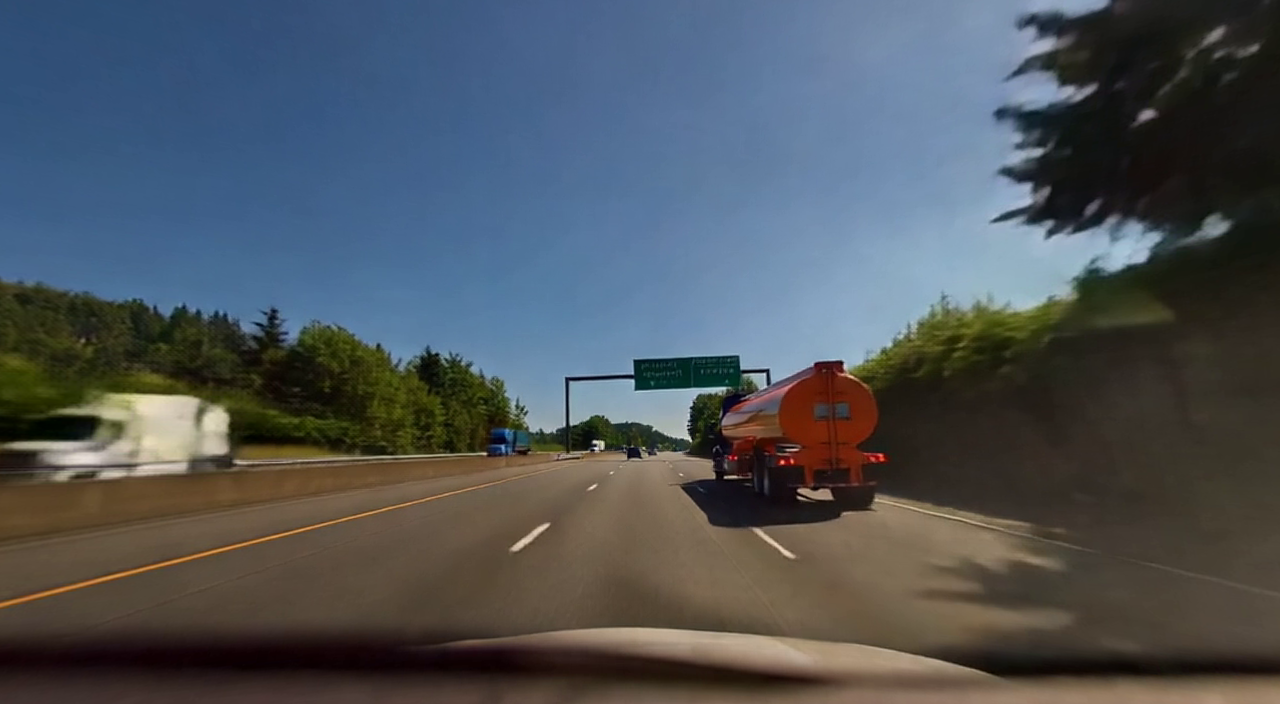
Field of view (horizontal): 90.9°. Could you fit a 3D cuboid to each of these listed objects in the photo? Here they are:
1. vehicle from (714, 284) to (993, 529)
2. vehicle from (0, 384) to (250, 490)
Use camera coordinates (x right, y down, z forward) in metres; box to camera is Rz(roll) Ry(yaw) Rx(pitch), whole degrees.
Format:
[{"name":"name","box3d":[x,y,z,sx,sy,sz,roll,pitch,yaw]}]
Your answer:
[{"name":"vehicle","box3d":[4.340,1.896,17.366,2.784,4.080,13.516,-2,-9,0]},{"name":"vehicle","box3d":[-19.522,3.412,24.729,2.858,3.421,8.433,0,-9,1]}]
